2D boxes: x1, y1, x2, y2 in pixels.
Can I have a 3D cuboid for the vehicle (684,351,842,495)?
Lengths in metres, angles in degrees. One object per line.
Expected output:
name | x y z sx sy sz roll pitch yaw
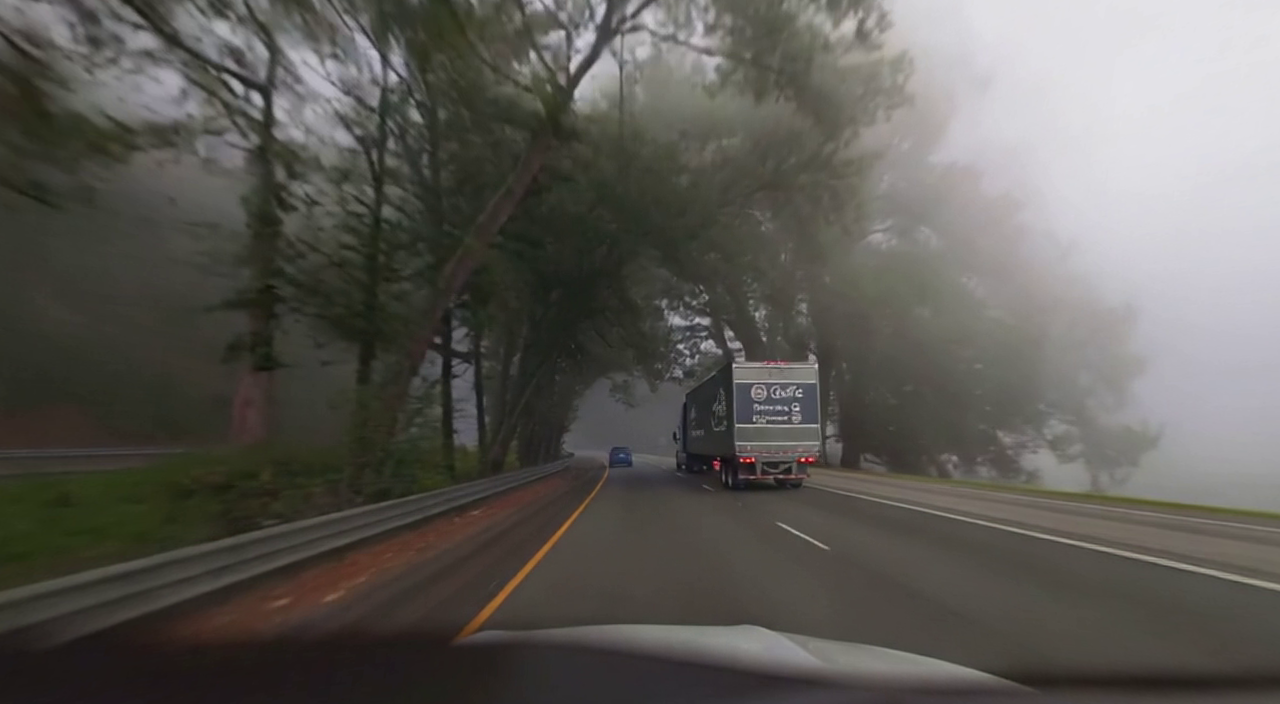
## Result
vehicle | 3.899 3.021 24.632 2.951 4.012 14.203 0 -9 -2

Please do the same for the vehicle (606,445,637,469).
vehicle | -1.183 6.856 41.219 1.913 1.460 3.610 0 -9 -1
